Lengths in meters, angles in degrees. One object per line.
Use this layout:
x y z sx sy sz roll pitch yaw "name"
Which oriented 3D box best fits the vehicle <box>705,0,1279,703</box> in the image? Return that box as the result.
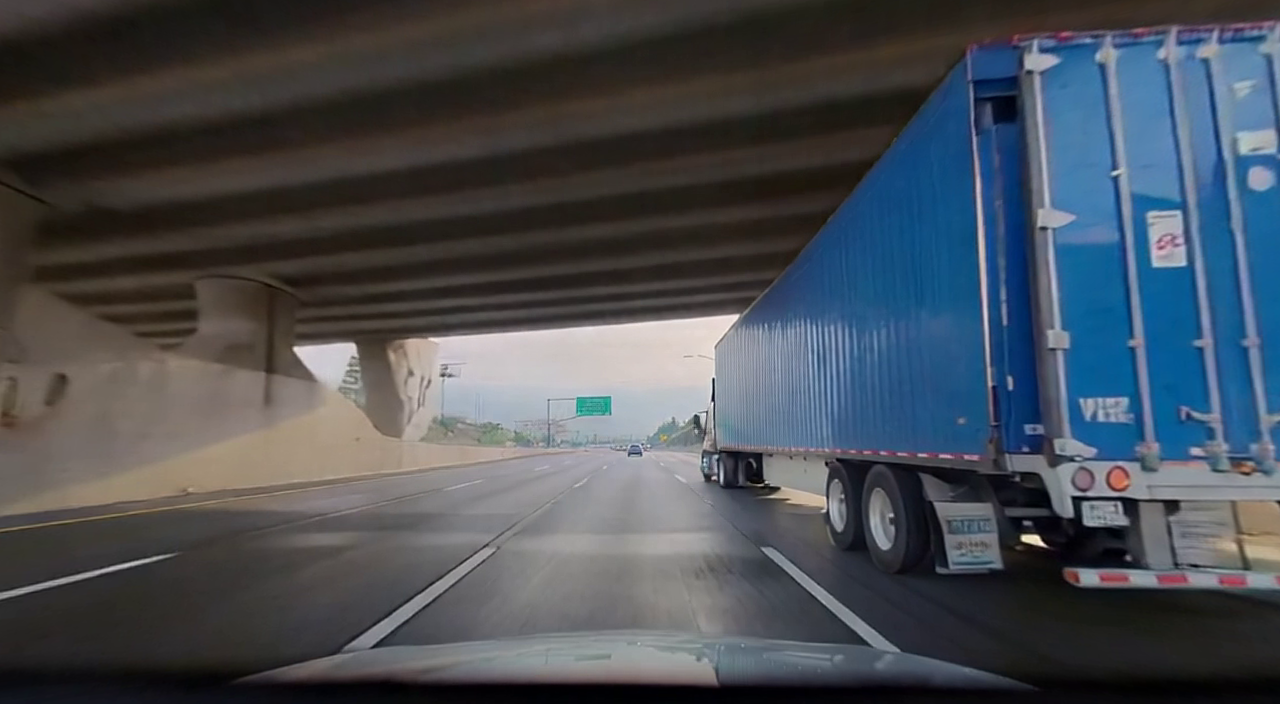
3.541 0.910 11.420 2.743 4.160 16.408 0 -9 -1 "vehicle"
